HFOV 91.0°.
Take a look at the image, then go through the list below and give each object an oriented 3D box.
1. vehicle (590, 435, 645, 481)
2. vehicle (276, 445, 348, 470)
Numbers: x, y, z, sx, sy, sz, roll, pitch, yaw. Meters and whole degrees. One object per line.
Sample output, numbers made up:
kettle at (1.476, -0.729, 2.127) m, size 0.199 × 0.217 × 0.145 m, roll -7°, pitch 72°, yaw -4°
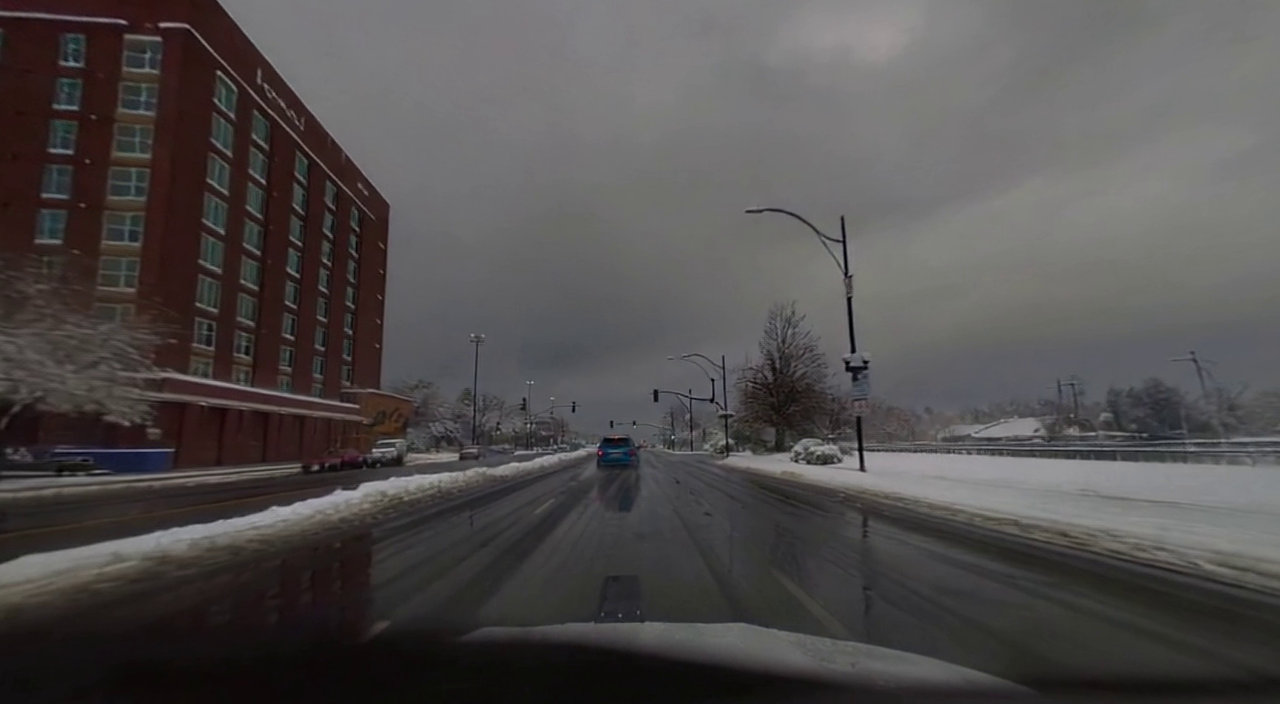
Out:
vehicle at (-0.879, 4.319, 25.866) m, size 2.080 × 1.722 × 3.766 m, roll 0°, pitch -8°, yaw -1°
vehicle at (-25.432, 8.184, 48.872) m, size 4.513 × 1.705 × 1.891 m, roll -3°, pitch -8°, yaw 1°
